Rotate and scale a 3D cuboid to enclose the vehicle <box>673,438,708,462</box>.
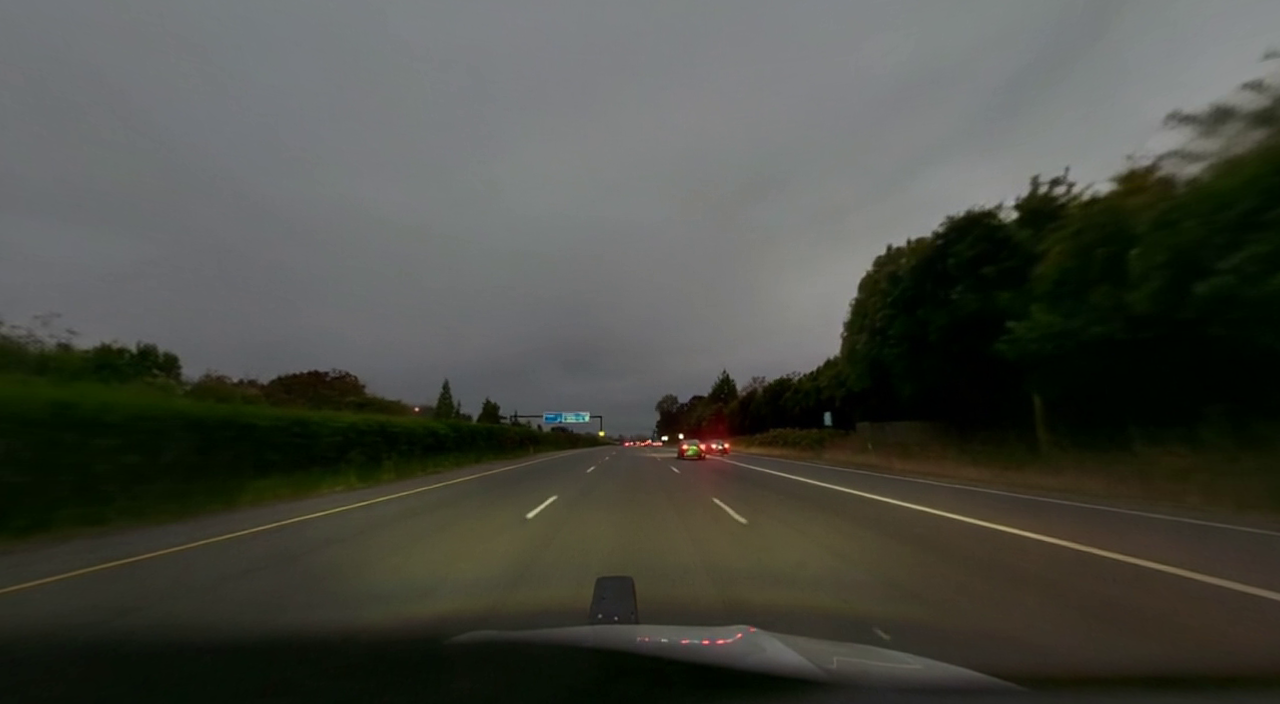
[{"bbox_3d":[3.276,6.365,41.324,1.819,1.468,3.770,0,-8,-2],"label":"vehicle"}]
